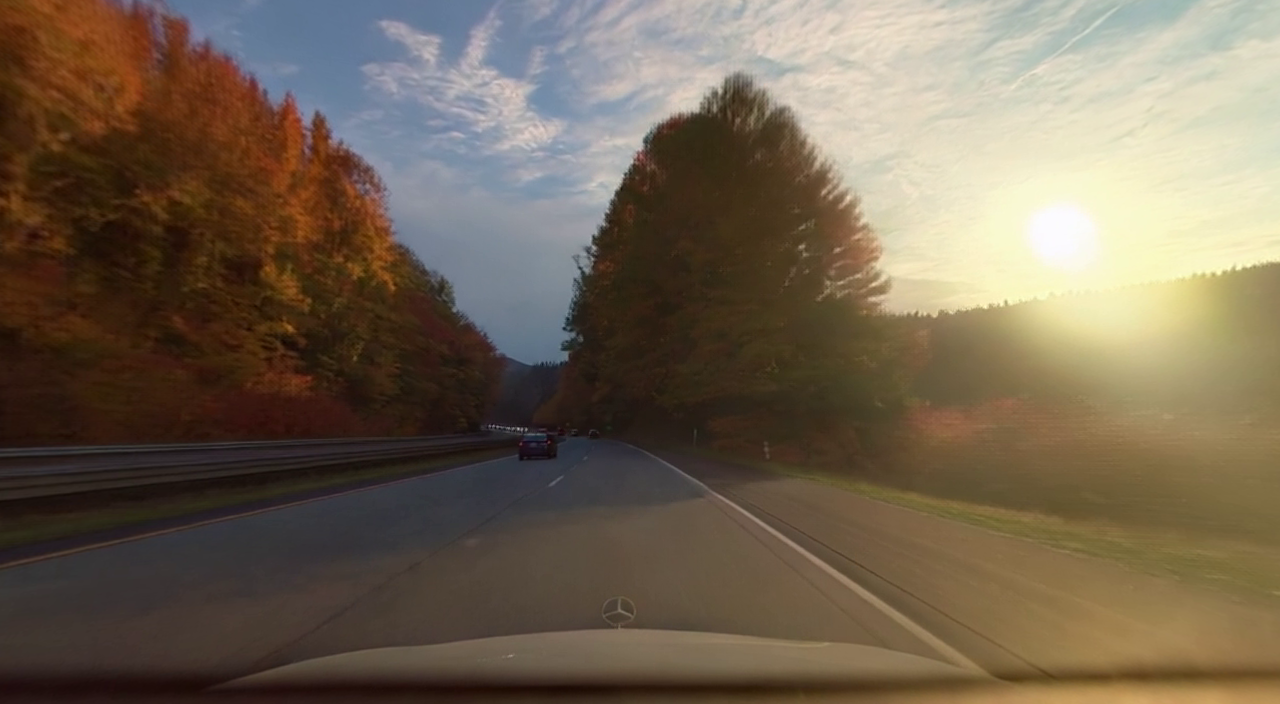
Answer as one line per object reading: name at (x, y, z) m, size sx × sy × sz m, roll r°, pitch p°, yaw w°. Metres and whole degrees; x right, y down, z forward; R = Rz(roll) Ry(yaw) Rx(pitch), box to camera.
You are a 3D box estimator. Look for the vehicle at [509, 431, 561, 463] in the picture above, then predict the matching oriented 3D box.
vehicle at (-5.370, 4.930, 32.778) m, size 2.073 × 1.559 × 4.393 m, roll 0°, pitch -8°, yaw -2°
